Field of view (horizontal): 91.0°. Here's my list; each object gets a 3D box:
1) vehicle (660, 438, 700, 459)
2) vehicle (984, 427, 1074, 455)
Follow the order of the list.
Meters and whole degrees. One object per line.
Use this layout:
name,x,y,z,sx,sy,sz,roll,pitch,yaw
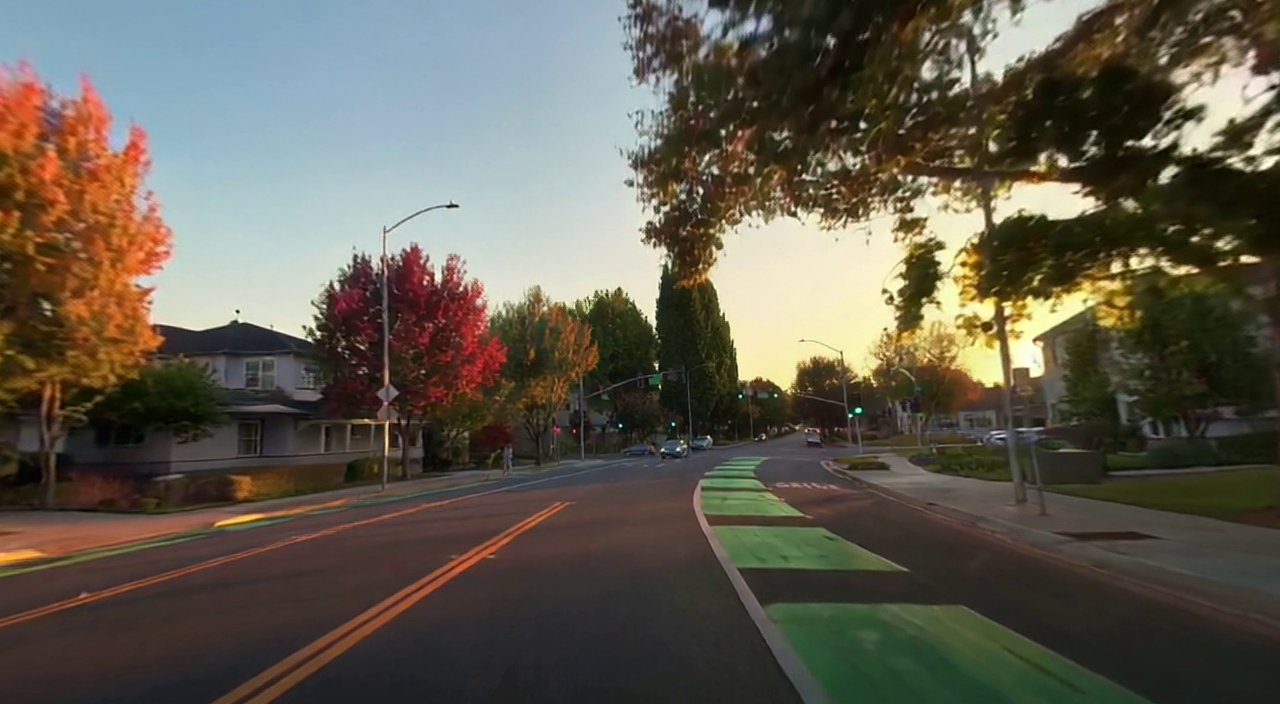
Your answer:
vehicle,3.029,7.062,46.175,1.904,1.489,4.746,-3,-9,16
vehicle,23.711,5.448,38.655,1.972,1.477,5.340,-2,-7,-2
